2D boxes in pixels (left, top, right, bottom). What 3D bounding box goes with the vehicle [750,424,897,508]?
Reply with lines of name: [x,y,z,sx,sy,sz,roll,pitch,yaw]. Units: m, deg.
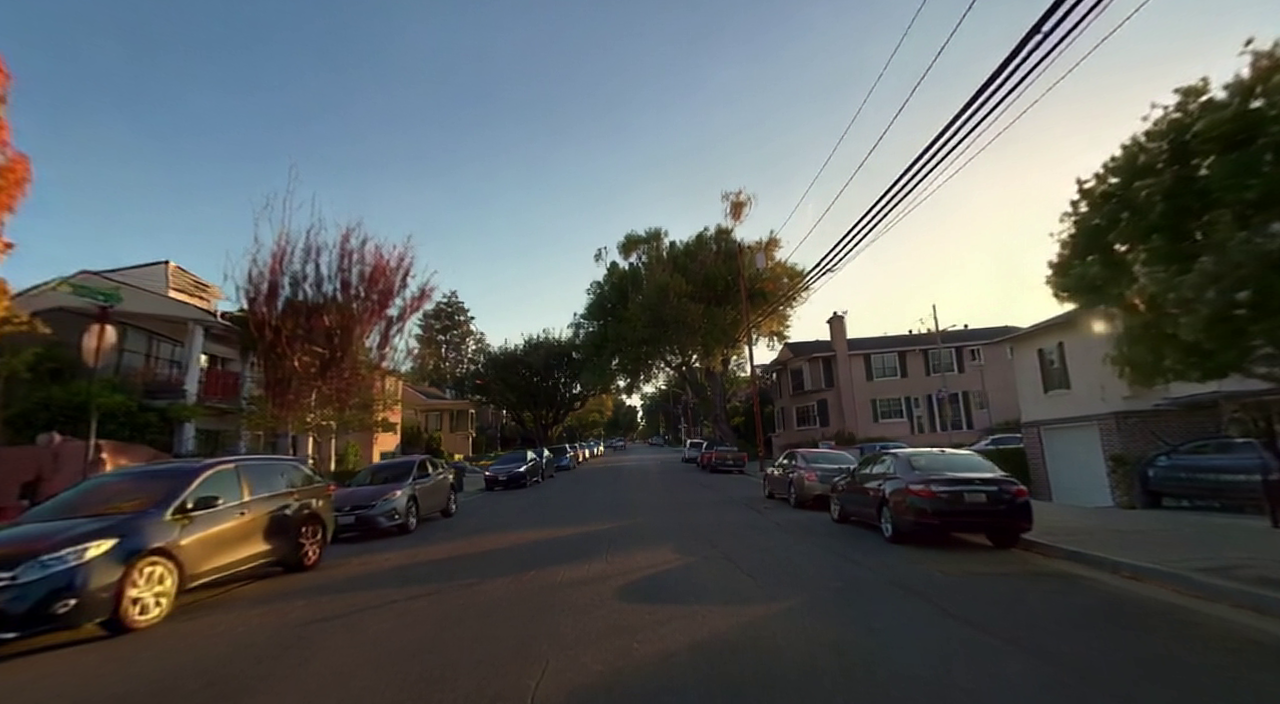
vehicle: [4.144,2.906,15.255,2.057,1.511,4.858,-5,-14,0]

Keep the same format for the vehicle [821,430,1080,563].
vehicle: [4.398,2.076,9.867,1.864,1.592,4.221,0,-8,0]

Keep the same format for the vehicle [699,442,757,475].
vehicle: [4.339,5.325,31.948,2.174,1.504,4.809,0,-8,0]

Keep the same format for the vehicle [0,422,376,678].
vehicle: [-5.137,1.752,6.955,2.360,1.772,4.907,0,-8,0]

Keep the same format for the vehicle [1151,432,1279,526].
vehicle: [12.819,2.376,12.153,4.285,1.641,1.832,0,-8,1]

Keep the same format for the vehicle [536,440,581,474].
vehicle: [-5.218,6.806,41.328,2.184,1.958,5.757,-2,-8,0]

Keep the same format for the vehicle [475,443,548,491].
vehicle: [-5.041,4.550,25.404,2.032,1.716,4.382,0,-8,0]
